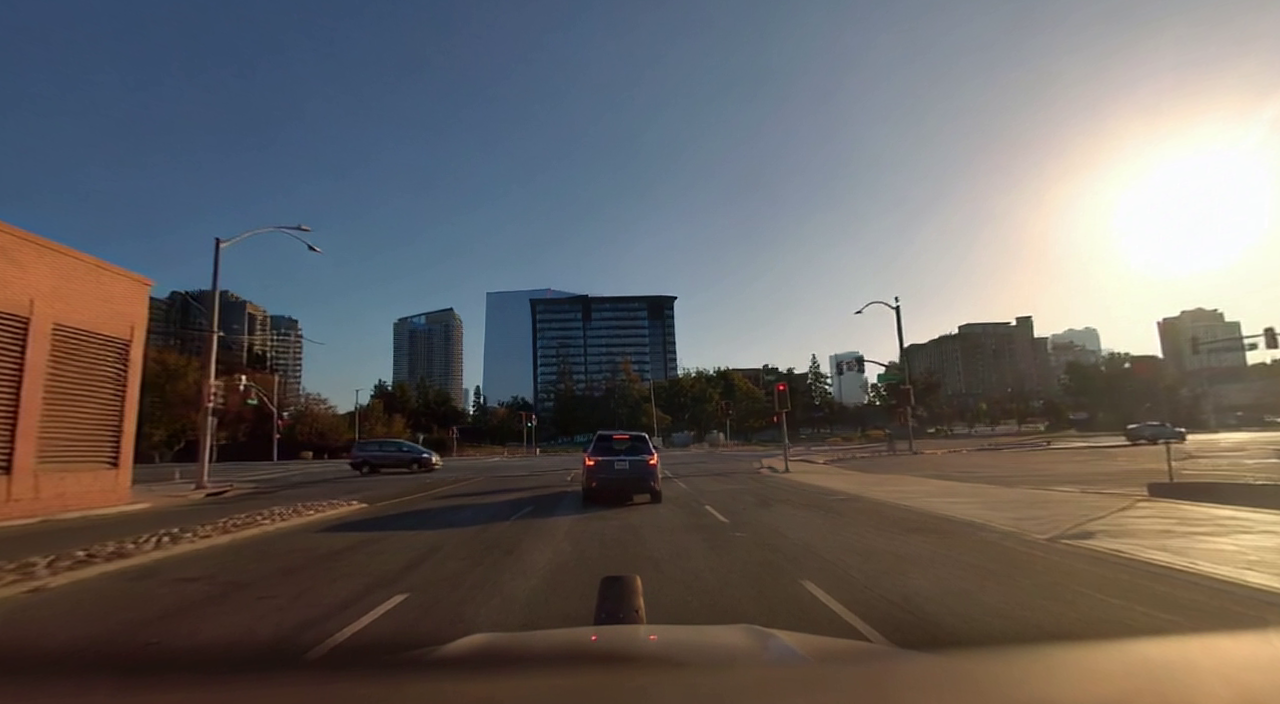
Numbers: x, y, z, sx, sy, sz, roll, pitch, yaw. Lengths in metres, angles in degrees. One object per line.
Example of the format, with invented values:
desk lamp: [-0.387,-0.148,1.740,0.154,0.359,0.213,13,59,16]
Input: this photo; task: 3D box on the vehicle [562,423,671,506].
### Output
vehicle: [-0.523,2.630,15.174,2.218,1.657,4.551,0,-8,-1]

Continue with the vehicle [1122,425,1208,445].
vehicle: [40.034,6.350,48.191,4.926,1.462,1.803,0,-8,-1]

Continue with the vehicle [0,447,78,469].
vehicle: [-46.999,8.265,49.250,4.423,1.625,1.899,0,-8,-2]
